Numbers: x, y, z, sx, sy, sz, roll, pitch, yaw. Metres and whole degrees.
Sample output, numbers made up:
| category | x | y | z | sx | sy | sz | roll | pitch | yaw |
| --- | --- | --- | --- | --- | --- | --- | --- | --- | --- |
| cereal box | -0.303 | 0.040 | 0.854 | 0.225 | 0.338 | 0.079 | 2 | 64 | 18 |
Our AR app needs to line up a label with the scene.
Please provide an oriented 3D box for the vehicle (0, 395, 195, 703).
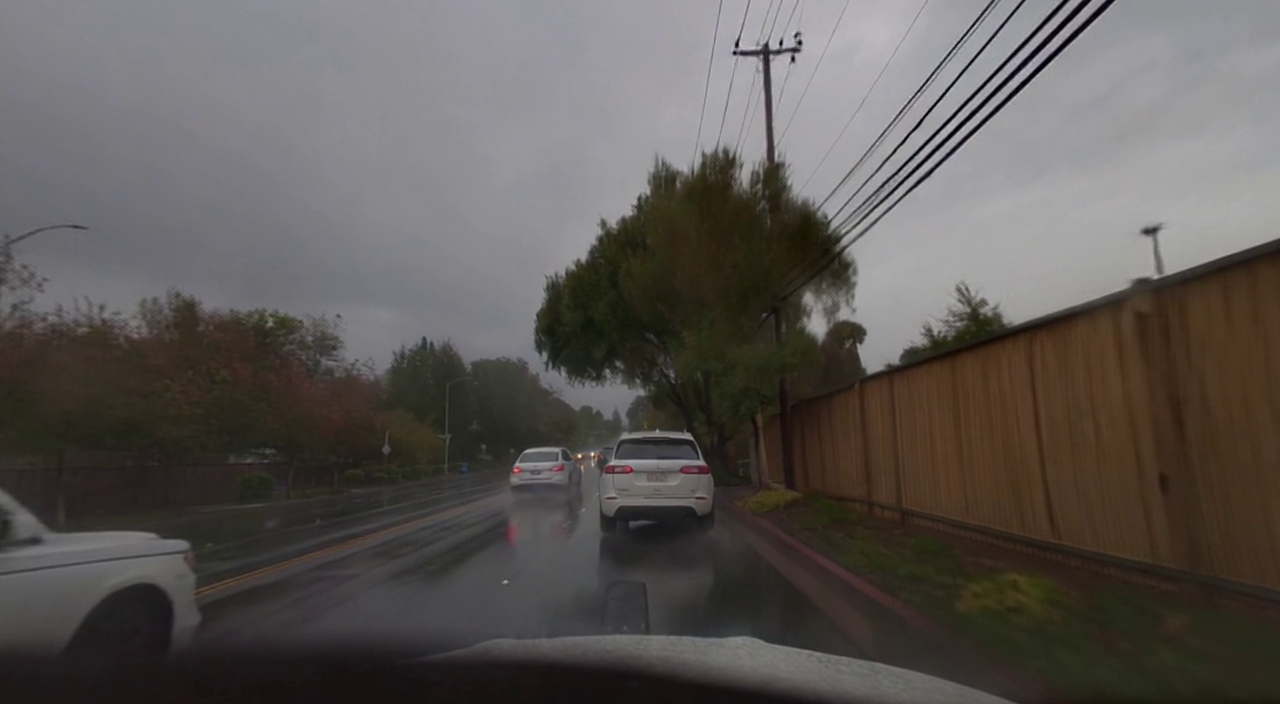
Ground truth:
| category | x | y | z | sx | sy | sz | roll | pitch | yaw |
| --- | --- | --- | --- | --- | --- | --- | --- | --- | --- |
| vehicle | -3.453 | 0.794 | 1.249 | 2.033 | 1.574 | 4.132 | 0 | -9 | 1 |

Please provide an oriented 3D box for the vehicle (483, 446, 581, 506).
| category | x | y | z | sx | sy | sz | roll | pitch | yaw |
| --- | --- | --- | --- | --- | --- | --- | --- | --- | --- |
| vehicle | -2.916 | 3.429 | 17.939 | 1.979 | 1.489 | 4.006 | 0 | -9 | 1 |

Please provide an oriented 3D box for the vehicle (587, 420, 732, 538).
| category | x | y | z | sx | sy | sz | roll | pitch | yaw |
| --- | --- | --- | --- | --- | --- | --- | --- | --- | --- |
| vehicle | 0.313 | 2.221 | 11.596 | 2.174 | 1.749 | 4.113 | 0 | -9 | 1 |
